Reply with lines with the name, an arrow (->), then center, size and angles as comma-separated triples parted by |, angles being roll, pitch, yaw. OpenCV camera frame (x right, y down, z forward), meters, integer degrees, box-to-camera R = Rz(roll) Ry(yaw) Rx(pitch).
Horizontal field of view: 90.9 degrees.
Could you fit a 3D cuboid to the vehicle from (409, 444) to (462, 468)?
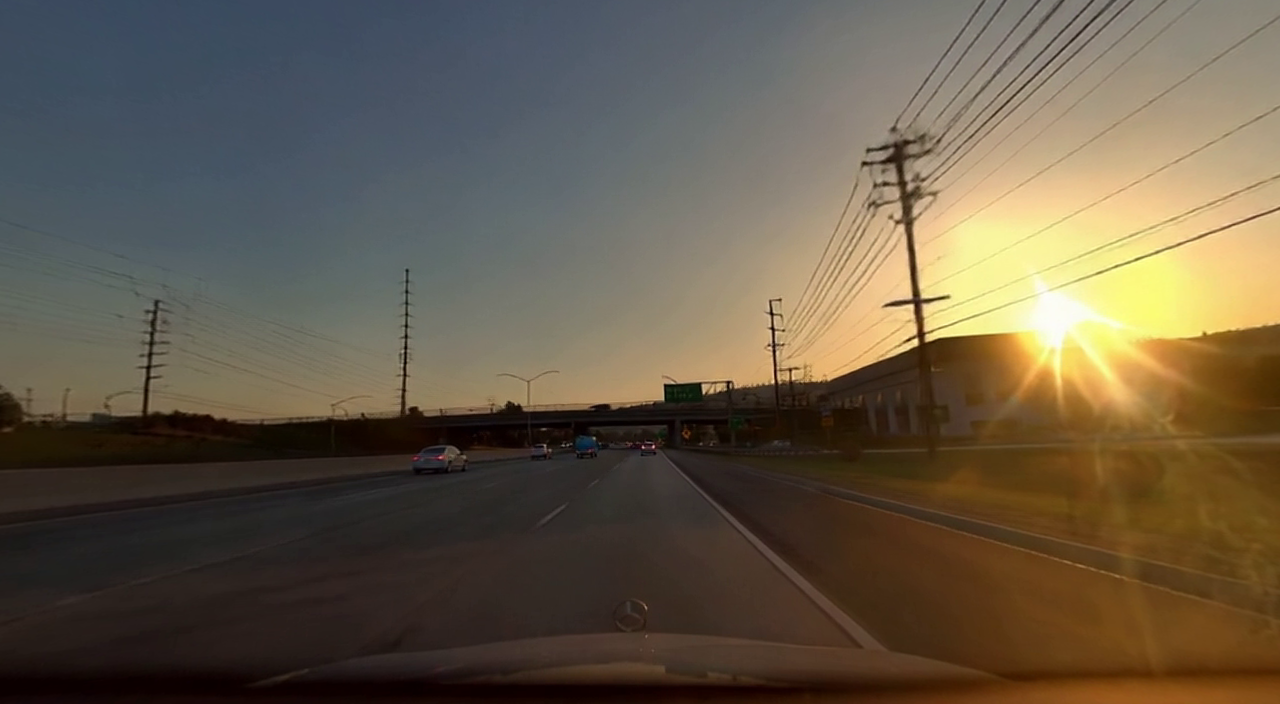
vehicle -> -13.575, 6.900, 42.171 | 1.988, 1.477, 4.442 | 0, -8, 1
